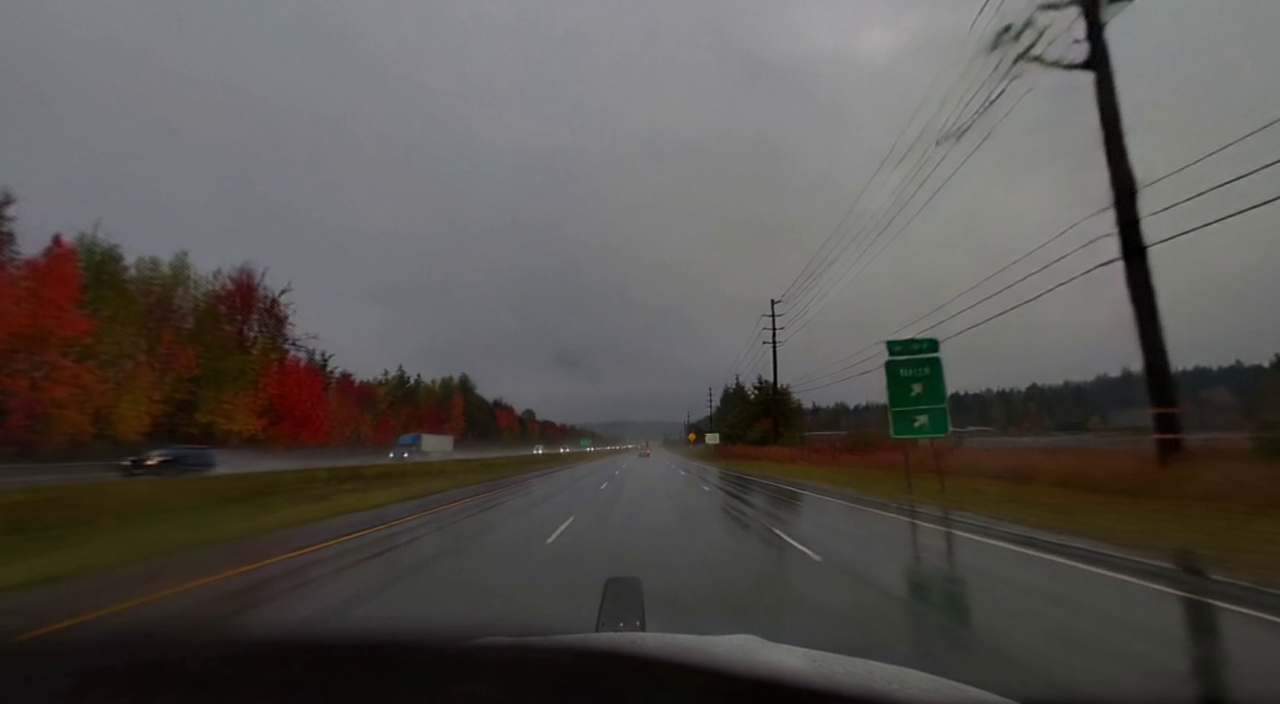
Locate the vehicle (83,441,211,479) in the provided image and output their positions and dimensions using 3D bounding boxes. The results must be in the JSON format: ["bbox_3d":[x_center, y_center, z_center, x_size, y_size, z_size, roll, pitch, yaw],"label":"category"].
[{"bbox_3d":[-27.458,6.038,35.465,2.482,1.942,5.771,0,-9,1],"label":"vehicle"}]
